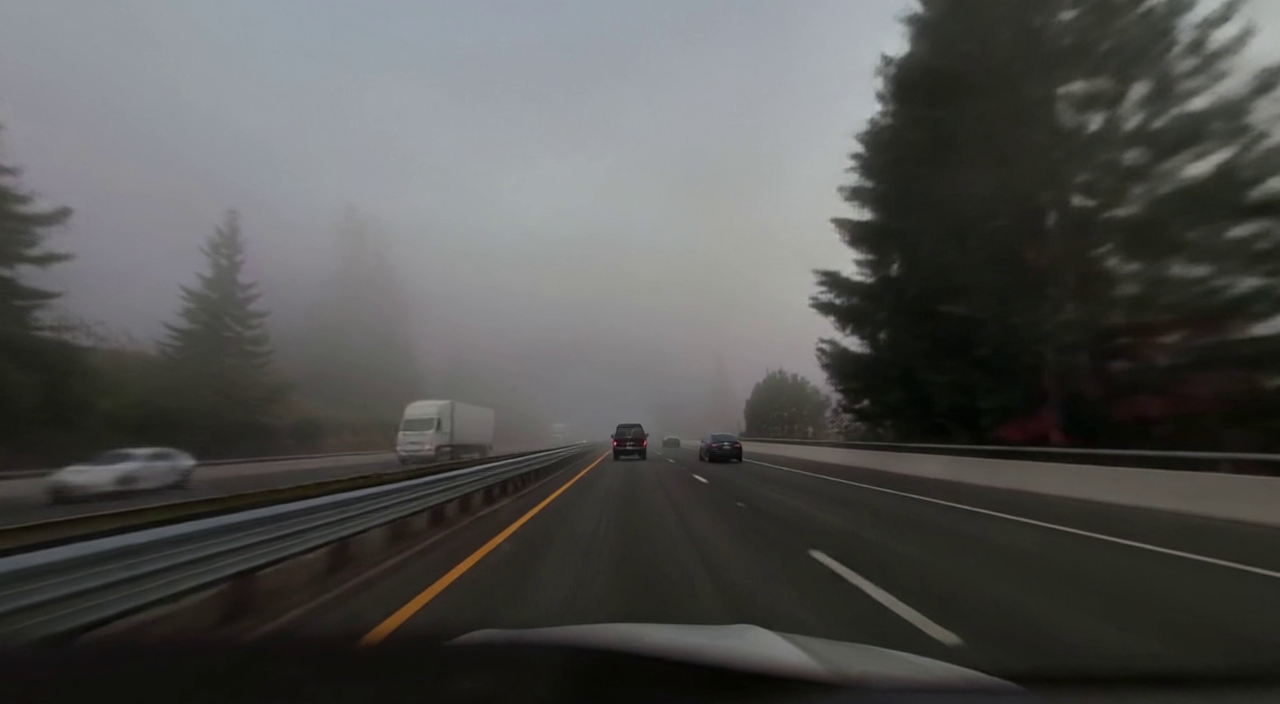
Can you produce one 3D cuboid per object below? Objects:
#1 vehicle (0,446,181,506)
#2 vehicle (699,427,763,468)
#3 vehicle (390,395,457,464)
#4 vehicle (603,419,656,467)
[{"bbox_3d":[-16.453,3.675,19.199,1.859,1.540,4.165,0,-8,-2],"label":"vehicle"},{"bbox_3d":[3.766,4.032,26.781,1.981,1.606,3.956,0,-8,-2],"label":"vehicle"},{"bbox_3d":[-13.709,4.949,40.154,3.011,4.191,3.431,0,-8,-1],"label":"vehicle"},{"bbox_3d":[-0.532,4.232,29.498,2.270,2.044,4.633,0,-8,-2],"label":"vehicle"}]
